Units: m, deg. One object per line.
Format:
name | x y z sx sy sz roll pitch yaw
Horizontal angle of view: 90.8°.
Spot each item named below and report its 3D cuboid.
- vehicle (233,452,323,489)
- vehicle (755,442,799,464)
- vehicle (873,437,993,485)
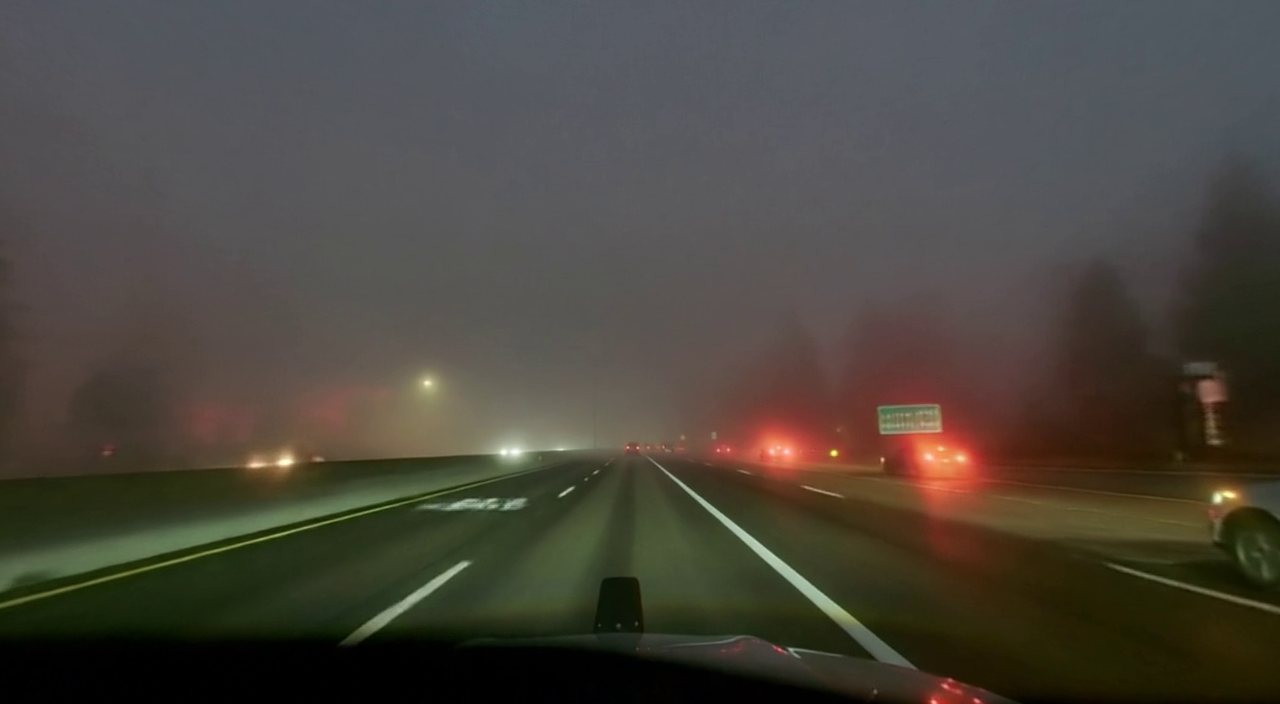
vehicle | -14.961 4.889 26.324 1.629 1.362 3.473 0 -8 0
vehicle | 9.803 7.266 45.603 2.075 1.496 4.573 0 -9 -2
vehicle | 10.531 3.949 23.213 1.962 1.536 4.945 0 -9 -1
